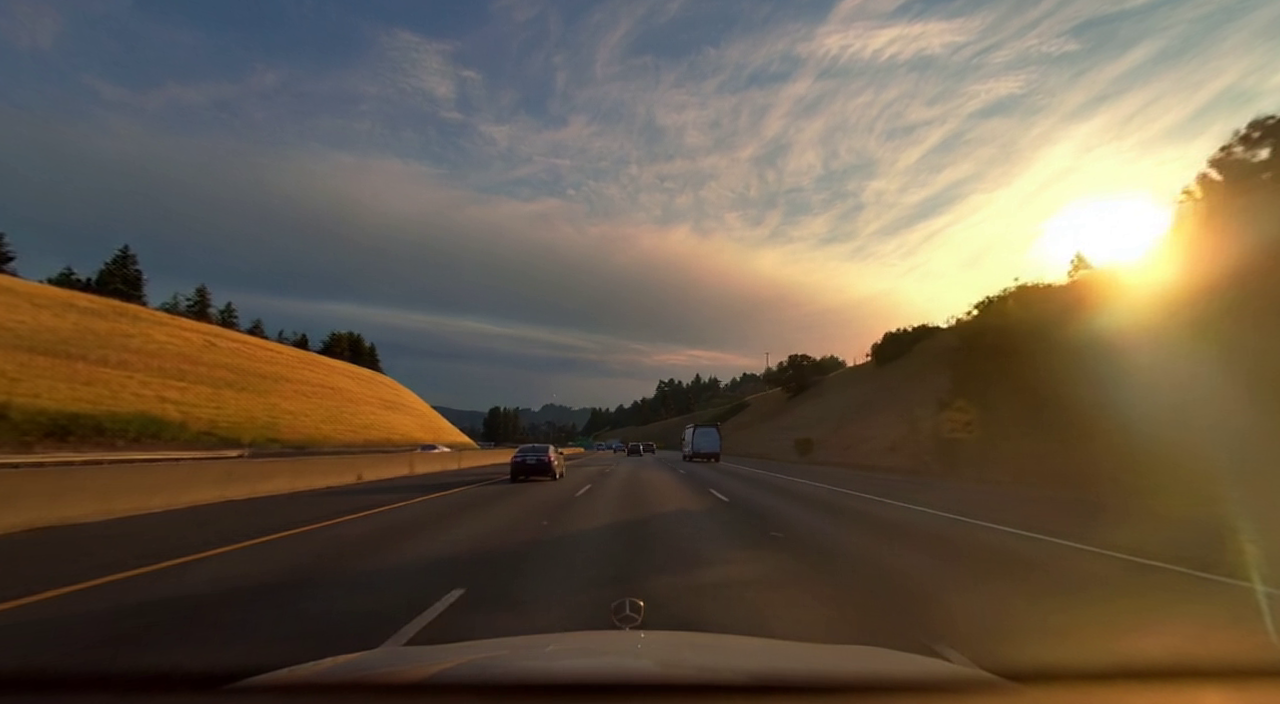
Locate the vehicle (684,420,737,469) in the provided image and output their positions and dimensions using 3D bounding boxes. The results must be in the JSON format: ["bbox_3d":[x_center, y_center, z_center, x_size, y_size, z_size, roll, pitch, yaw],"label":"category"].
[{"bbox_3d":[4.000,5.449,37.036,2.361,2.636,5.684,0,-9,-1],"label":"vehicle"}]

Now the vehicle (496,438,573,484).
[{"bbox_3d":[-3.796,4.007,23.425,2.054,1.529,4.368,0,-9,1],"label":"vehicle"}]
